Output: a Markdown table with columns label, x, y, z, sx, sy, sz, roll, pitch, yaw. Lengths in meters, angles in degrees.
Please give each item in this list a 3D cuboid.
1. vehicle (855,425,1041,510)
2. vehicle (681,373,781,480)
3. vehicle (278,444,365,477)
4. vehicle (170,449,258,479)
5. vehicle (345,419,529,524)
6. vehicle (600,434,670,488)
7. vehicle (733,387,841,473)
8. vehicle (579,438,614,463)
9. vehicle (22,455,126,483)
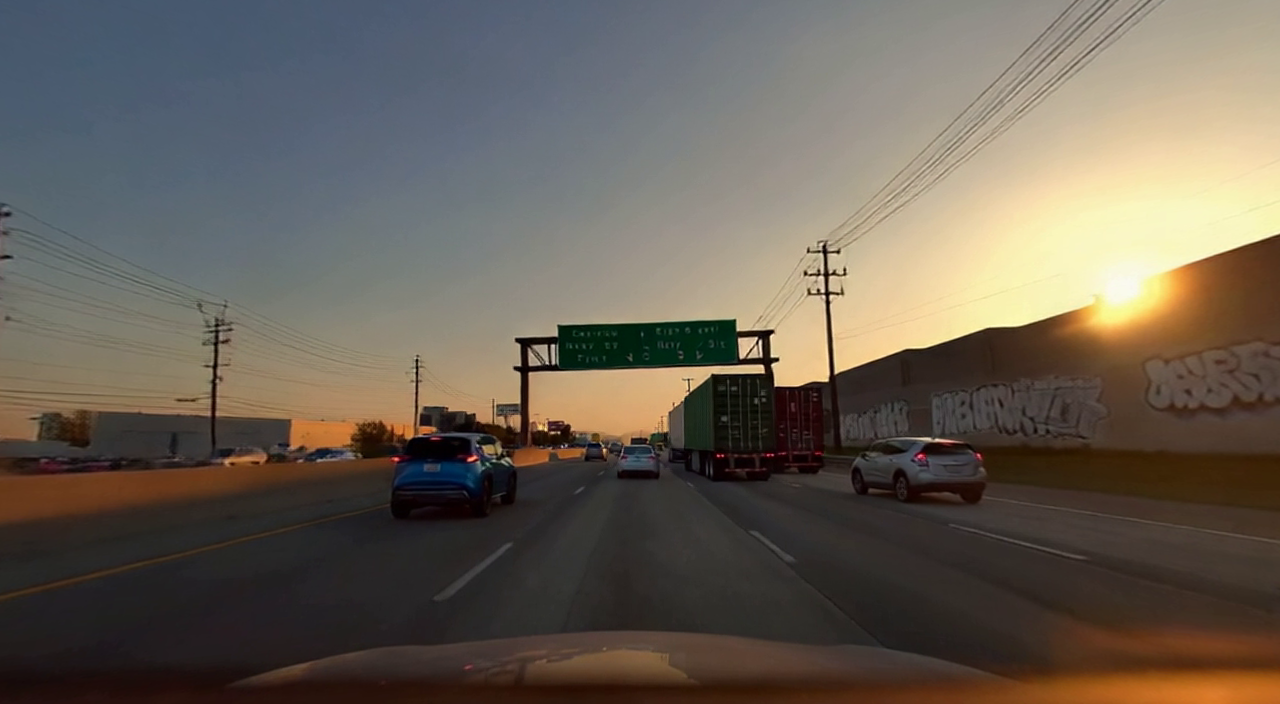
| label | x | y | z | sx | sy | sz | roll | pitch | yaw |
| --- | --- | --- | --- | --- | --- | --- | --- | --- | --- |
| vehicle | 7.148 | 2.736 | 15.411 | 2.202 | 1.731 | 4.628 | 0 | -9 | 0 |
| vehicle | 3.887 | 3.806 | 30.578 | 2.800 | 4.039 | 13.179 | 0 | -9 | 0 |
| vehicle | -15.813 | 5.383 | 31.704 | 1.920 | 1.507 | 4.968 | 0 | -9 | -2 |
| vehicle | -22.706 | 5.959 | 33.892 | 1.774 | 1.432 | 4.377 | 0 | -9 | -2 |
| vehicle | -3.955 | 2.434 | 13.368 | 2.264 | 1.804 | 4.584 | 0 | -9 | 1 |
| vehicle | -0.158 | 3.727 | 21.856 | 2.191 | 1.685 | 4.015 | 0 | -9 | 0 |
| vehicle | 7.858 | 4.633 | 36.135 | 2.868 | 4.017 | 12.827 | 0 | -9 | -1 |
| vehicle | -3.289 | 7.614 | 48.977 | 2.243 | 1.820 | 4.473 | 0 | -9 | 2 |
| vehicle | -32.689 | 6.730 | 36.712 | 1.823 | 1.464 | 4.887 | 1 | -9 | -5 |
